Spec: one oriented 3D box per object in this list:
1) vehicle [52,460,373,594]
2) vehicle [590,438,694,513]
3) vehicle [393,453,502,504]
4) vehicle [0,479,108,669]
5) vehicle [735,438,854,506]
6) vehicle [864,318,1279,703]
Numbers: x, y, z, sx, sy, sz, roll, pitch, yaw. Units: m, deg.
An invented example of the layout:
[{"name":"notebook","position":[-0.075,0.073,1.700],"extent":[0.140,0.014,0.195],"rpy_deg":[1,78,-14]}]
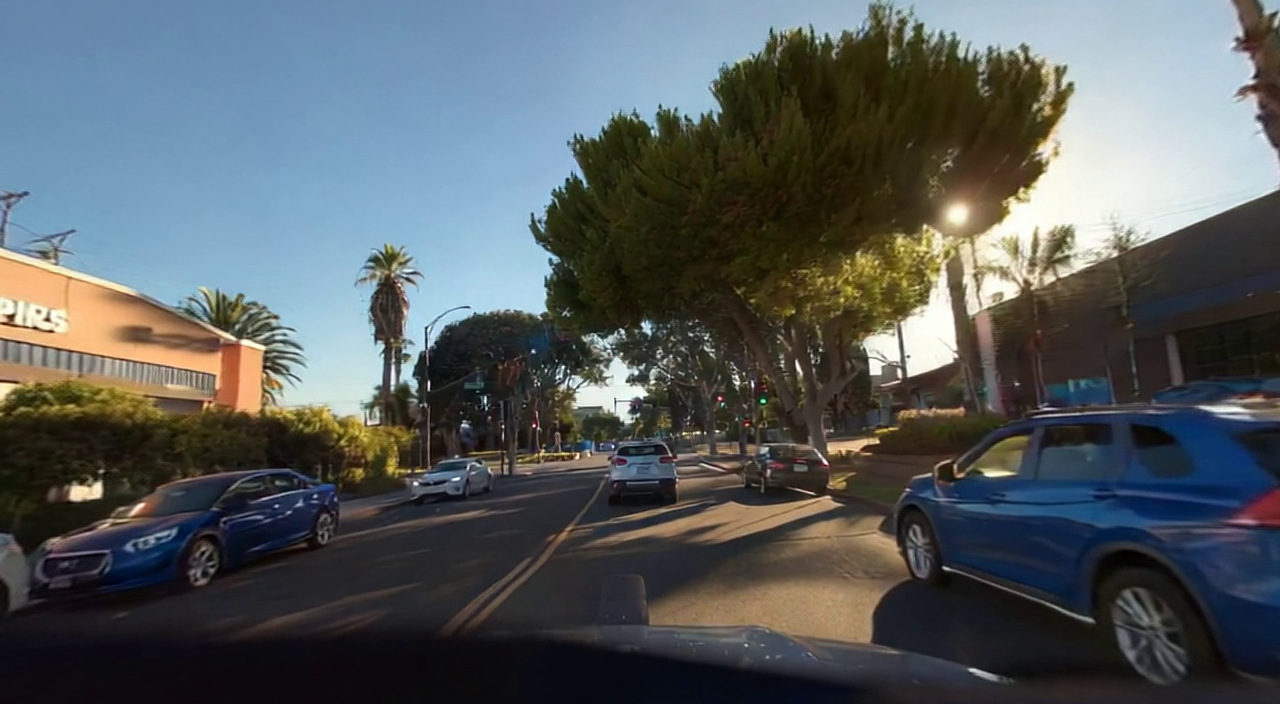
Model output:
[{"name":"vehicle","position":[-6.120,2.506,9.887],"extent":[1.850,1.482,4.454],"rpy_deg":[0,-8,1]},{"name":"vehicle","position":[0.025,2.763,14.632],"extent":[2.060,1.452,4.078],"rpy_deg":[0,-8,-1]},{"name":"vehicle","position":[-6.319,4.189,21.338],"extent":[2.105,1.469,4.693],"rpy_deg":[0,-8,1]},{"name":"vehicle","position":[-6.162,1.622,3.727],"extent":[1.874,1.472,4.668],"rpy_deg":[0,-8,2]},{"name":"vehicle","position":[3.645,2.901,15.756],"extent":[1.821,1.417,4.454],"rpy_deg":[0,-8,0]},{"name":"vehicle","position":[3.654,1.102,4.778],"extent":[2.099,1.786,5.198],"rpy_deg":[0,-8,1]}]
